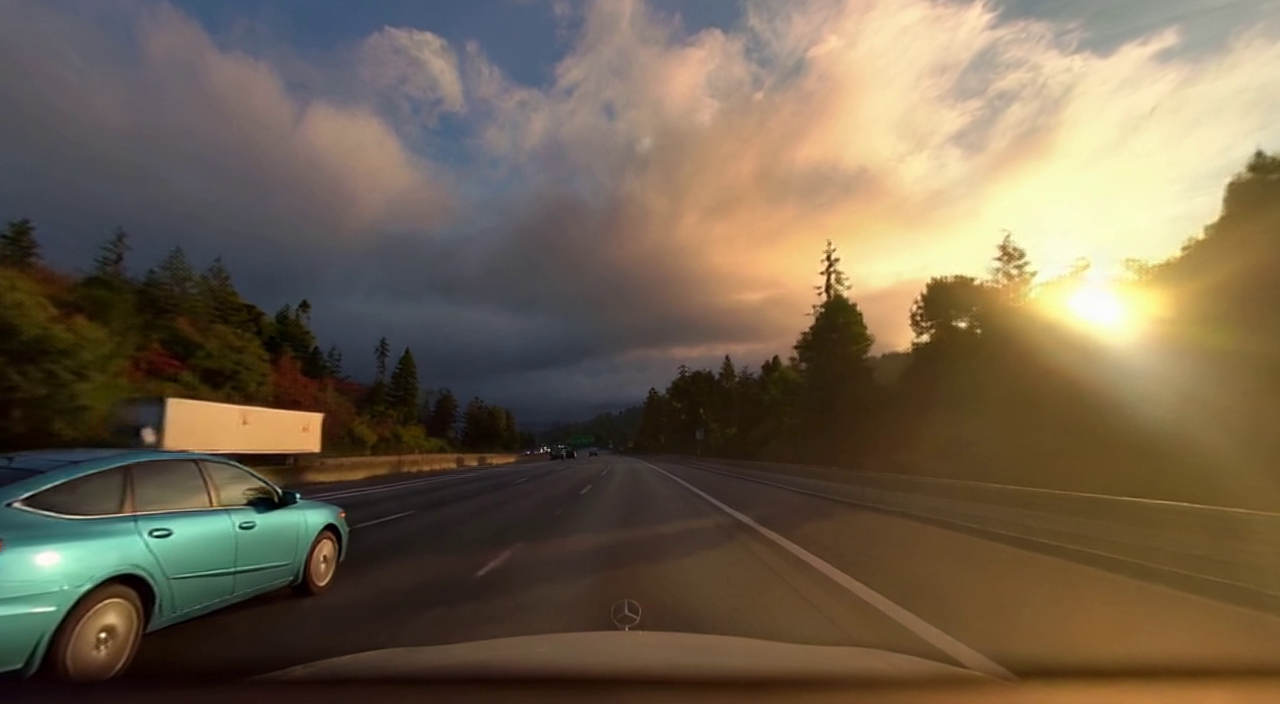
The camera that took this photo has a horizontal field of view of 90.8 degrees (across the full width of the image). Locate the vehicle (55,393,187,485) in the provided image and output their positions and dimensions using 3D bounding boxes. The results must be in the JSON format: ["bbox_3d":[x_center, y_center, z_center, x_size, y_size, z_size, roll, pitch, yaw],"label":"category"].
[{"bbox_3d":[-26.075,4.401,31.947,3.420,4.386,3.412,0,-9,-1],"label":"vehicle"}]

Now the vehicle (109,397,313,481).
[{"bbox_3d":[-26.270,5.694,40.406,3.306,4.413,14.361,0,-9,-2],"label":"vehicle"}]
